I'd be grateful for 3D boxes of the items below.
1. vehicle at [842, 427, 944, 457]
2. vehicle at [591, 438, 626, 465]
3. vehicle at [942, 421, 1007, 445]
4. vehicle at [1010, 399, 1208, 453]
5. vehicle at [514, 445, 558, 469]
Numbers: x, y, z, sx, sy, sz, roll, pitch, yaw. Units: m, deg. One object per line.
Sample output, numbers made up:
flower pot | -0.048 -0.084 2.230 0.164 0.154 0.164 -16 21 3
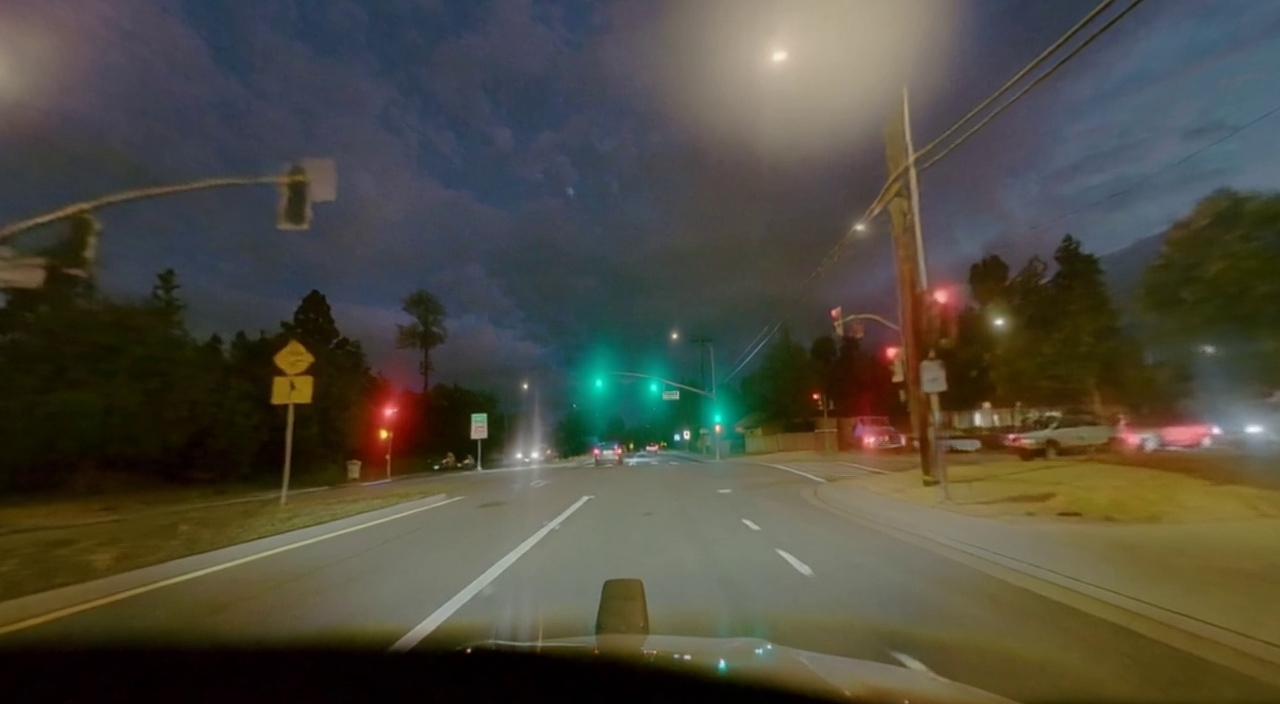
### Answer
vehicle | 13.468 4.828 33.749 4.665 1.498 1.866 0 -8 -3
vehicle | -2.150 6.905 43.822 2.084 1.701 4.734 -1 -8 1
vehicle | 23.475 5.756 44.418 1.809 1.477 4.381 -3 -8 -5
vehicle | 18.943 3.041 25.687 6.313 2.043 2.272 0 -8 -3
vehicle | -7.159 7.274 43.849 2.122 1.602 4.369 -1 -8 2
